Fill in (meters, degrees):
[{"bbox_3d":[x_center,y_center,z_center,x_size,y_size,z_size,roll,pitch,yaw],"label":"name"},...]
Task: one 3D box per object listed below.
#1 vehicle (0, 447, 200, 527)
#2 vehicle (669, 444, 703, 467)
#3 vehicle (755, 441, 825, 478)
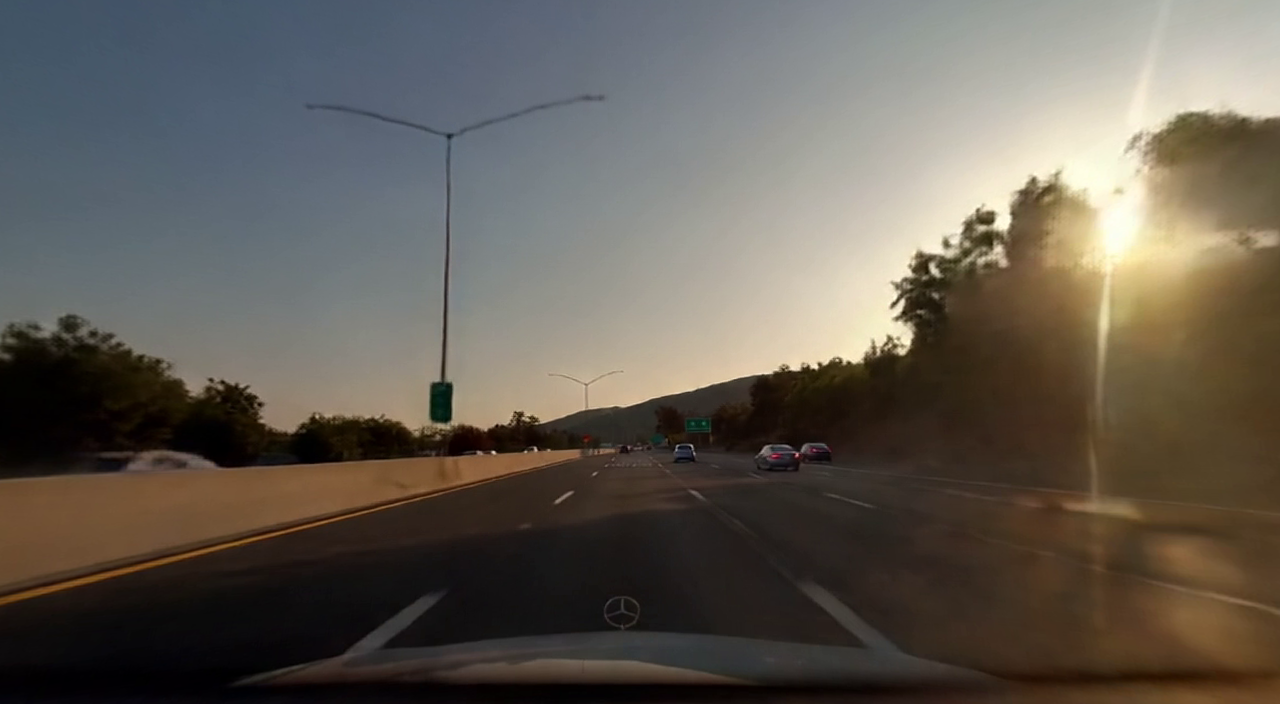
[{"bbox_3d":[-10.906,2.554,12.486,1.687,1.264,3.762,0,-8,0],"label":"vehicle"},{"bbox_3d":[3.268,7.526,46.103,2.056,1.553,4.320,0,-9,-1],"label":"vehicle"},{"bbox_3d":[6.606,4.781,28.274,2.038,1.528,3.910,0,-9,-2],"label":"vehicle"}]
